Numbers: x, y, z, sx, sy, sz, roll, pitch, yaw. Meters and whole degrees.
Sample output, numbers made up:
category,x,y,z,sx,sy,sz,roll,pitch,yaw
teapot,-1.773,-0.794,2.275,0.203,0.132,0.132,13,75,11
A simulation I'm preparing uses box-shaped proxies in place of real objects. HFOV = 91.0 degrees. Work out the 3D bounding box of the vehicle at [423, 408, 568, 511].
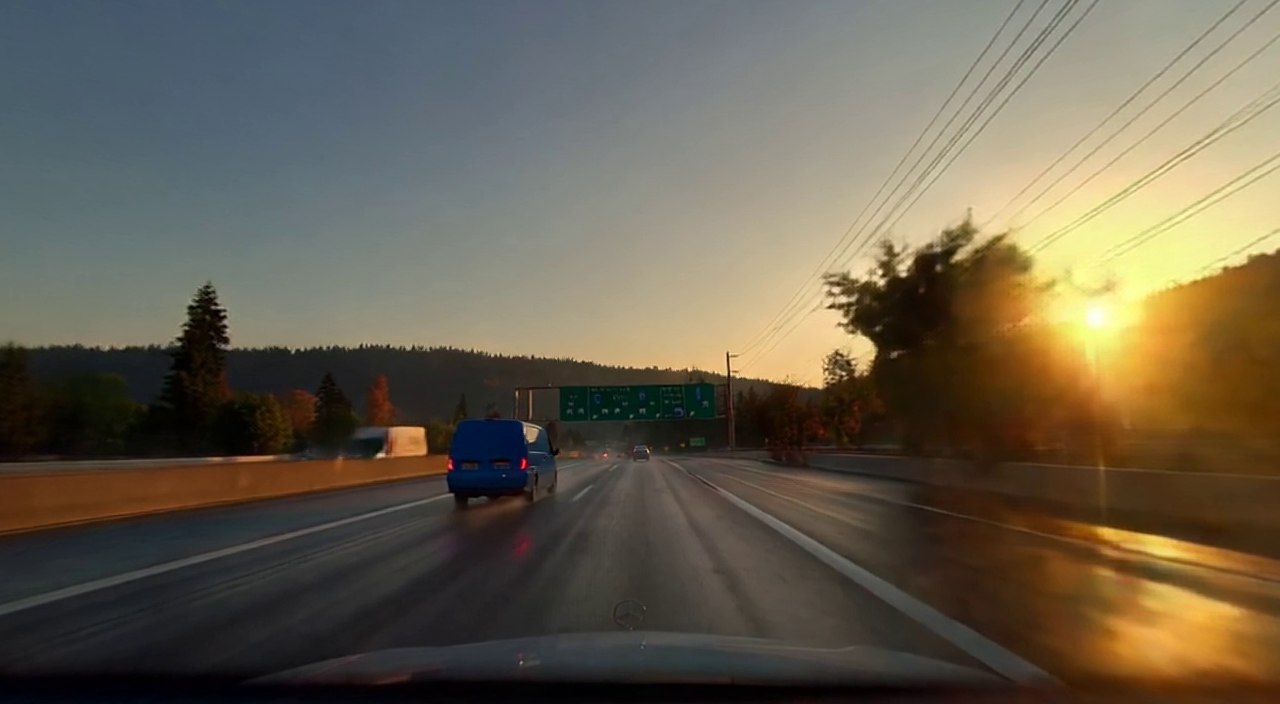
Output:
category,x,y,z,sx,sy,sz,roll,pitch,yaw
vehicle,-3.106,2.451,14.736,2.281,2.025,4.586,0,-8,0
